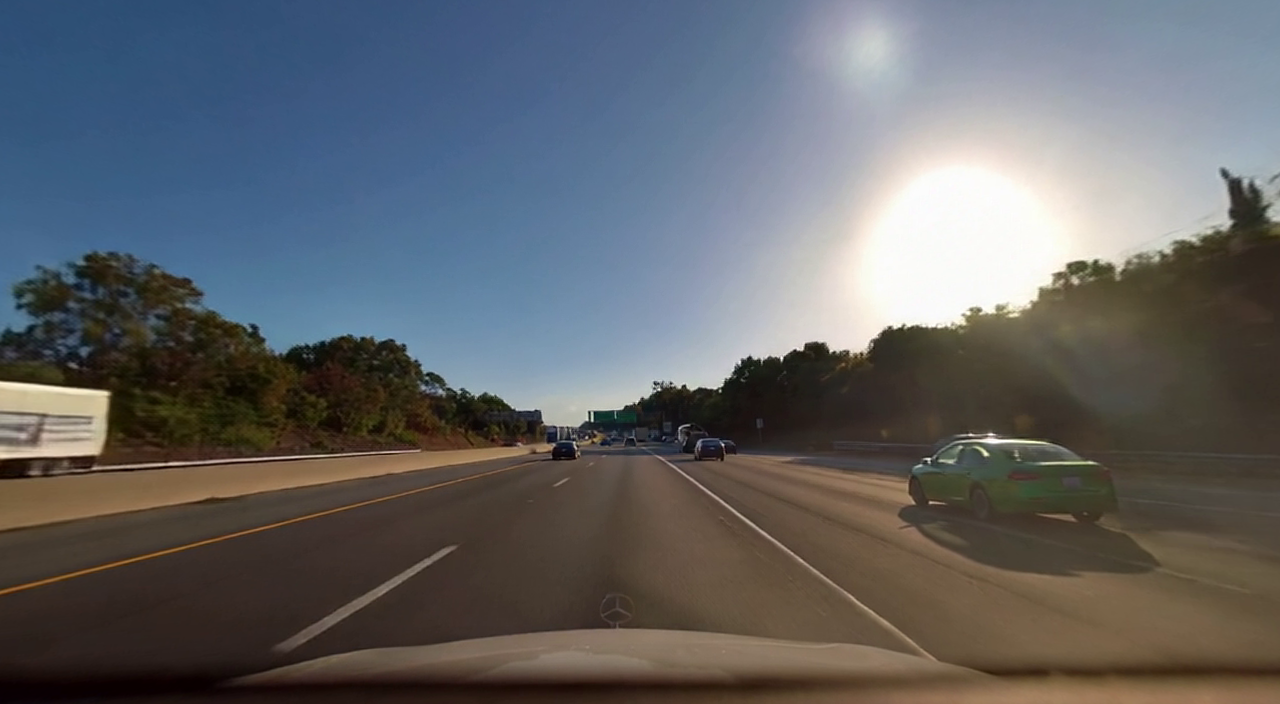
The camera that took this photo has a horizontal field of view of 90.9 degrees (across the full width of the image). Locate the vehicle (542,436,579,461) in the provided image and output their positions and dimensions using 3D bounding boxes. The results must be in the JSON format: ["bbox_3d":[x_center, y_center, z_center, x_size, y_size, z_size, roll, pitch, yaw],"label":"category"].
[{"bbox_3d":[-5.175,6.276,41.258,1.966,1.570,3.859,0,-8,-1],"label":"vehicle"}]

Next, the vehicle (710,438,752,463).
[{"bbox_3d":[5.526,5.996,38.751,1.920,1.436,3.890,0,-8,-2],"label":"vehicle"}]

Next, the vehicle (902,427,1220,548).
[{"bbox_3d":[6.143,1.970,9.998,2.028,1.488,4.236,0,-8,-2],"label":"vehicle"}]
